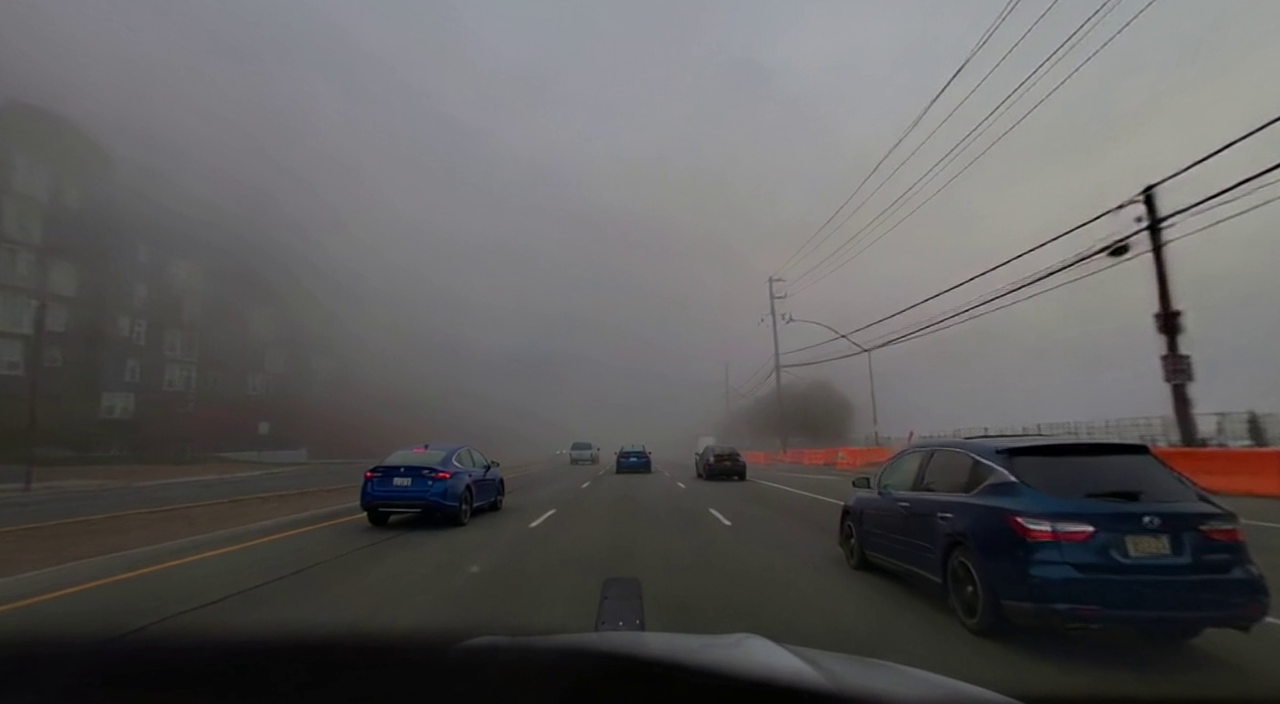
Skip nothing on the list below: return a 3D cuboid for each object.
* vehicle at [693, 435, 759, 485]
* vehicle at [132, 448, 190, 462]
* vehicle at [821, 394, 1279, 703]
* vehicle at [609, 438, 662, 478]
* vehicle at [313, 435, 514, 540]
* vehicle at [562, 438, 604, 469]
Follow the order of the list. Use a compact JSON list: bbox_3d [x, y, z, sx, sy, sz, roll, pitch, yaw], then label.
[{"bbox_3d":[3.371,4.321,25.590,2.029,1.797,4.218,0,-8,-1],"label":"vehicle"},{"bbox_3d":[-37.016,7.951,48.814,3.745,1.024,2.044,-5,-10,27],"label":"vehicle"},{"bbox_3d":[3.107,1.310,5.284,1.975,1.598,4.025,0,-8,0],"label":"vehicle"},{"bbox_3d":[-0.179,4.919,29.678,2.291,1.714,4.217,0,-8,0],"label":"vehicle"},{"bbox_3d":[-3.662,2.247,11.165,1.968,1.473,4.209,0,-8,0],"label":"vehicle"},{"bbox_3d":[-3.608,6.502,40.737,2.190,1.832,4.417,0,-8,1],"label":"vehicle"}]
